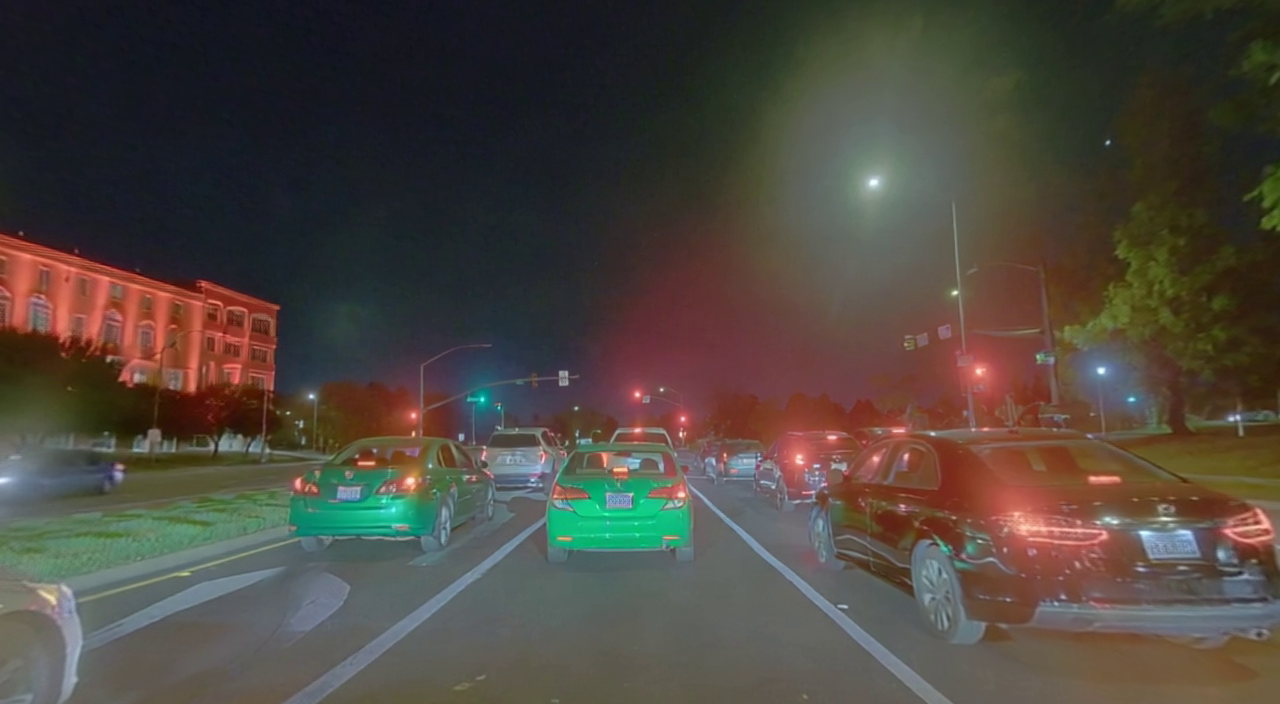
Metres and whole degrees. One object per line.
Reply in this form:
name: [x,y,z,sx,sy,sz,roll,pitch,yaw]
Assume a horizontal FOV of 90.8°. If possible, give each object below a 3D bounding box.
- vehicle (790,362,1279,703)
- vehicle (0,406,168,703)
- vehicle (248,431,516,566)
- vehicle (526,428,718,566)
vehicle: [3.005,1.233,5.427,2.196,1.676,4.865,0,-8,0]
vehicle: [-3.353,0.713,0.852,1.863,1.448,4.697,0,-8,-1]
vehicle: [-3.205,1.893,8.947,1.917,1.441,4.128,-1,-8,2]
vehicle: [-0.208,1.828,8.700,2.041,1.450,3.847,0,-8,0]
